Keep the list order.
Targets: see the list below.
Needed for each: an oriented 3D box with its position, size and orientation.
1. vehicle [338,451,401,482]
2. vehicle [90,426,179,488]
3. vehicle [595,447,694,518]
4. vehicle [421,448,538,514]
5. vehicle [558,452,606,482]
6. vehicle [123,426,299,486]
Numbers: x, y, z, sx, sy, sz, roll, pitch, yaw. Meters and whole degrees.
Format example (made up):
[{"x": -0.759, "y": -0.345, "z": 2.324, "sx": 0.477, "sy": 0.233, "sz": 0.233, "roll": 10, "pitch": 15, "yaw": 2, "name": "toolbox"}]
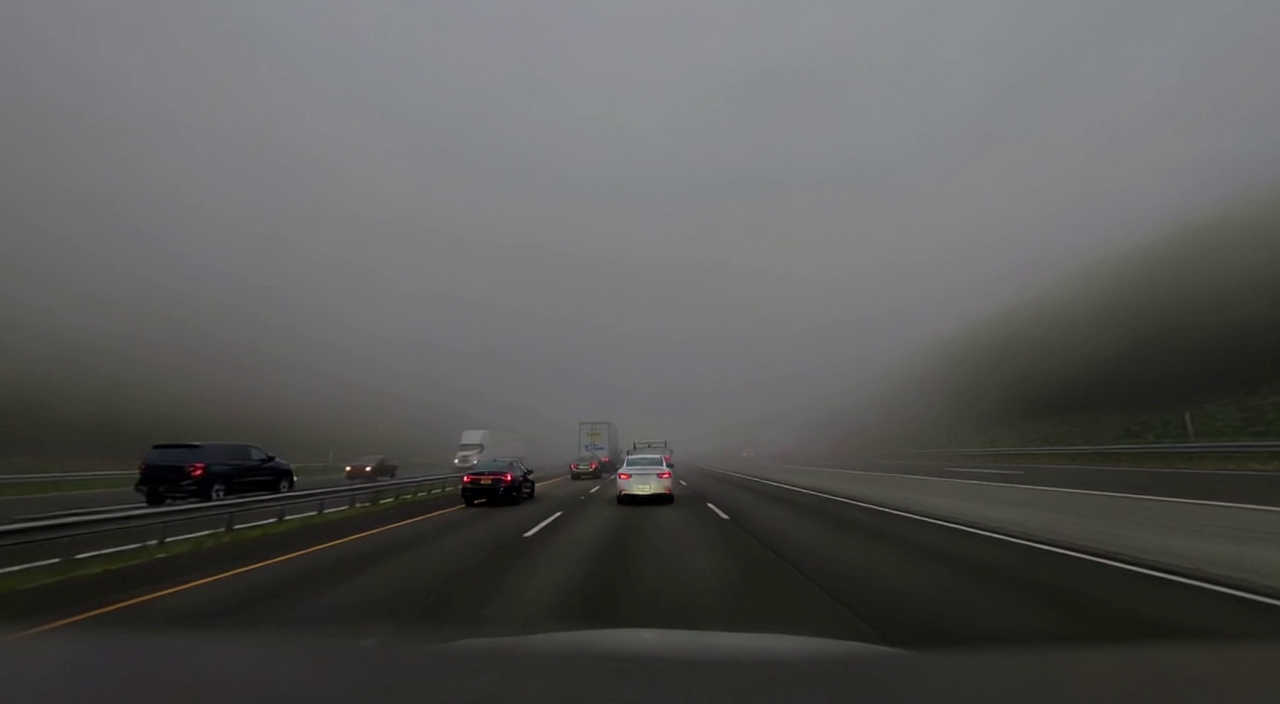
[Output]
[{"x": -15.706, "y": 6.633, "z": 36.778, "sx": 1.860, "sy": 1.673, "sz": 3.921, "roll": 0, "pitch": -9, "yaw": 1, "name": "vehicle"}, {"x": -32.079, "y": 6.675, "z": 40.114, "sx": 2.830, "sy": 3.760, "sz": 2.909, "roll": 0, "pitch": -9, "yaw": 2, "name": "vehicle"}, {"x": 0.085, "y": 3.010, "z": 15.024, "sx": 2.057, "sy": 1.449, "sz": 3.931, "roll": 0, "pitch": -9, "yaw": 0, "name": "vehicle"}, {"x": -4.115, "y": 3.363, "z": 16.965, "sx": 1.929, "sy": 1.509, "sz": 4.331, "roll": 0, "pitch": -9, "yaw": 1, "name": "vehicle"}, {"x": -3.082, "y": 5.915, "z": 32.669, "sx": 1.952, "sy": 1.402, "sz": 4.184, "roll": 2, "pitch": -9, "yaw": -12, "name": "vehicle"}, {"x": -31.806, "y": 7.906, "z": 48.187, "sx": 2.820, "sy": 3.863, "sz": 14.416, "roll": -1, "pitch": -9, "yaw": 2, "name": "vehicle"}]
